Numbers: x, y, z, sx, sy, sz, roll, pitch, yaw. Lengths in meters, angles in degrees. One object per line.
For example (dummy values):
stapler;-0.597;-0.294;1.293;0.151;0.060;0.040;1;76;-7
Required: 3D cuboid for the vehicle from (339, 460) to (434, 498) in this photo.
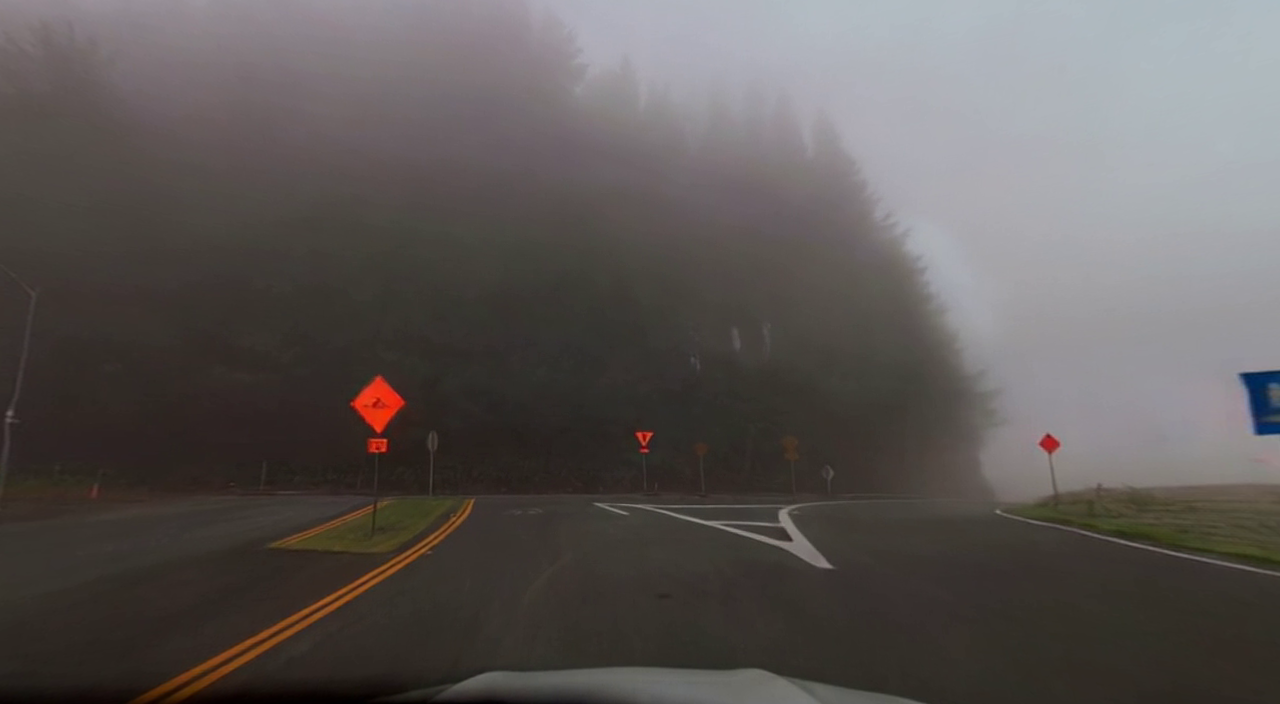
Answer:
vehicle;-11.570;5.837;29.079;1.889;1.583;3.992;-2;-11;17
